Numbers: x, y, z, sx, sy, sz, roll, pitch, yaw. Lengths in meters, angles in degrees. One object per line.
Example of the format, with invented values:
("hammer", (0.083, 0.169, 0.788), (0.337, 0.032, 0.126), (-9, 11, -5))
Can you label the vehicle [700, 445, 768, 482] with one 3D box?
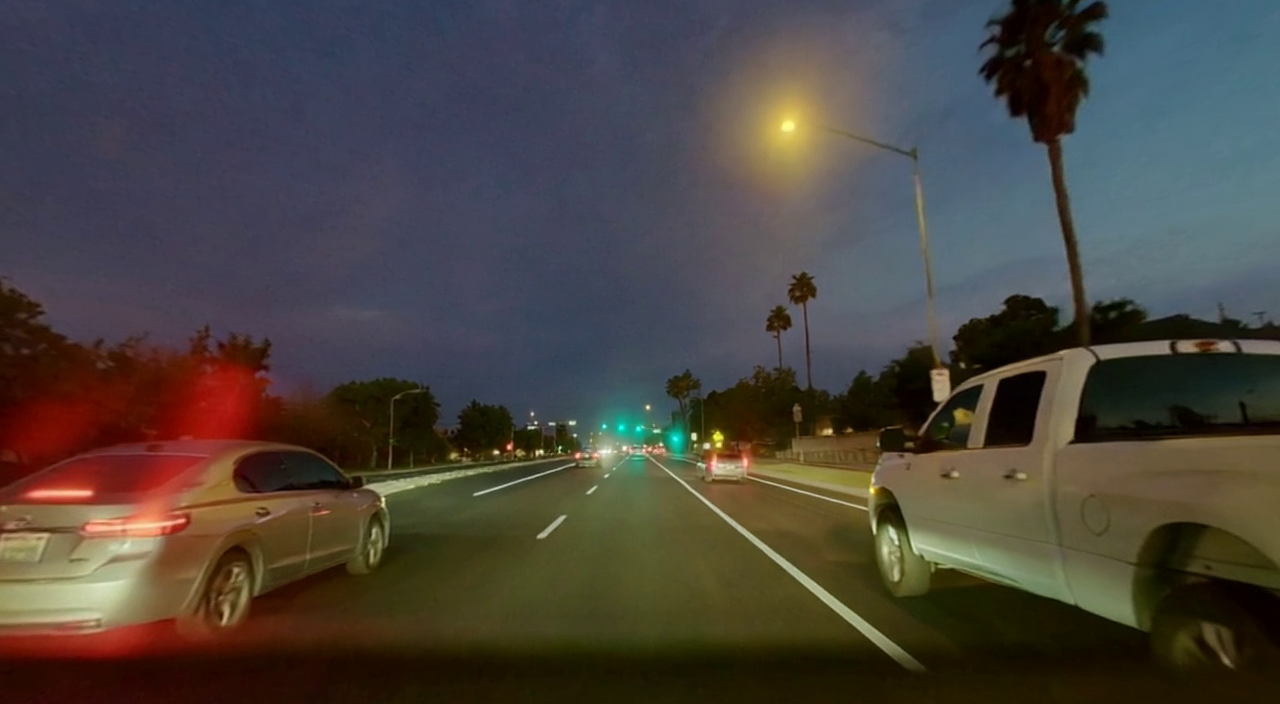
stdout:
("vehicle", (3.918, 4.739, 27.158), (2.149, 1.421, 4.805), (0, -8, 0))

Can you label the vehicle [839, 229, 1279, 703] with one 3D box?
("vehicle", (3.381, 0.875, 3.854), (2.478, 2.030, 5.723), (0, -9, 0))

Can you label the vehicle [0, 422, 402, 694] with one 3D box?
("vehicle", (-3.980, 1.479, 5.743), (2.094, 1.509, 4.286), (0, -9, -2))

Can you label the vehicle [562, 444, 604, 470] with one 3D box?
("vehicle", (-3.539, 6.635, 40.090), (2.263, 1.548, 4.555), (0, -8, -1))
